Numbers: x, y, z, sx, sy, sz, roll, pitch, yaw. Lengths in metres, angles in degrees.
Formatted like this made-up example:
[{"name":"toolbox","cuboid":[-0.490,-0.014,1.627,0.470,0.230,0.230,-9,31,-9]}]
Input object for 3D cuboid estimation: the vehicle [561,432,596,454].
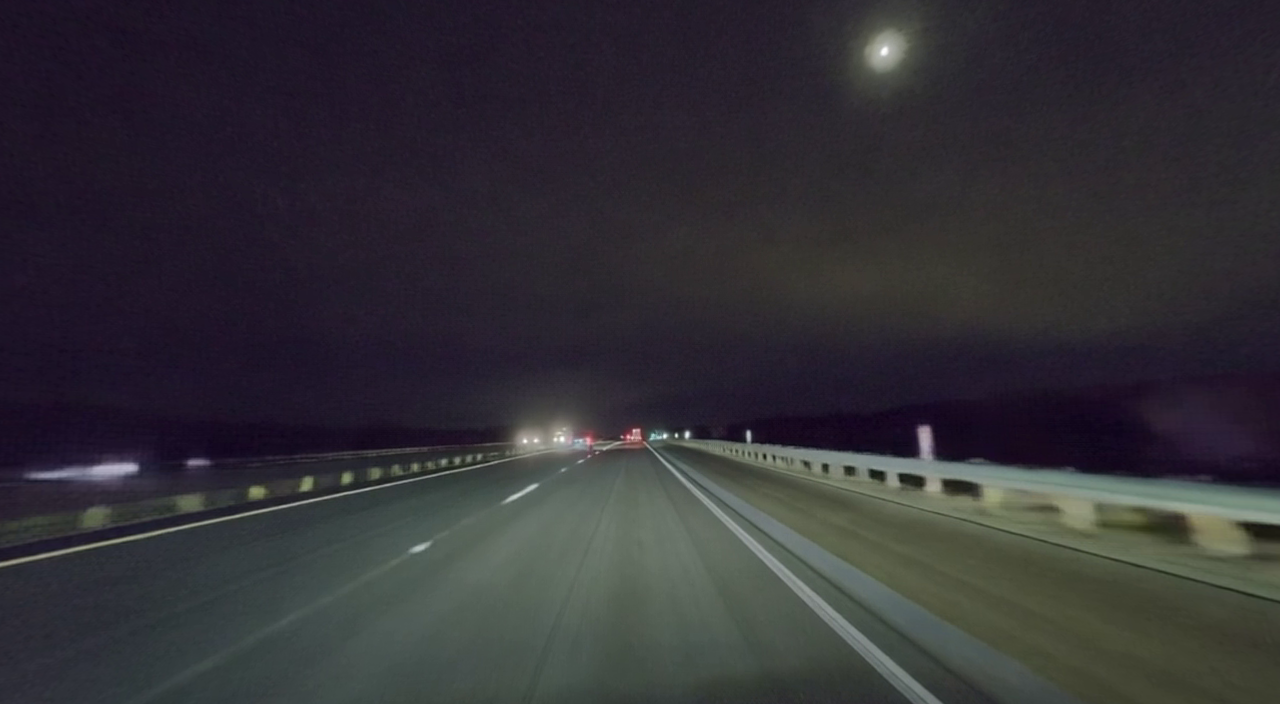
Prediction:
[{"name":"vehicle","cuboid":[-4.598,6.907,47.888,2.149,1.532,4.905,0,-8,0]}]
